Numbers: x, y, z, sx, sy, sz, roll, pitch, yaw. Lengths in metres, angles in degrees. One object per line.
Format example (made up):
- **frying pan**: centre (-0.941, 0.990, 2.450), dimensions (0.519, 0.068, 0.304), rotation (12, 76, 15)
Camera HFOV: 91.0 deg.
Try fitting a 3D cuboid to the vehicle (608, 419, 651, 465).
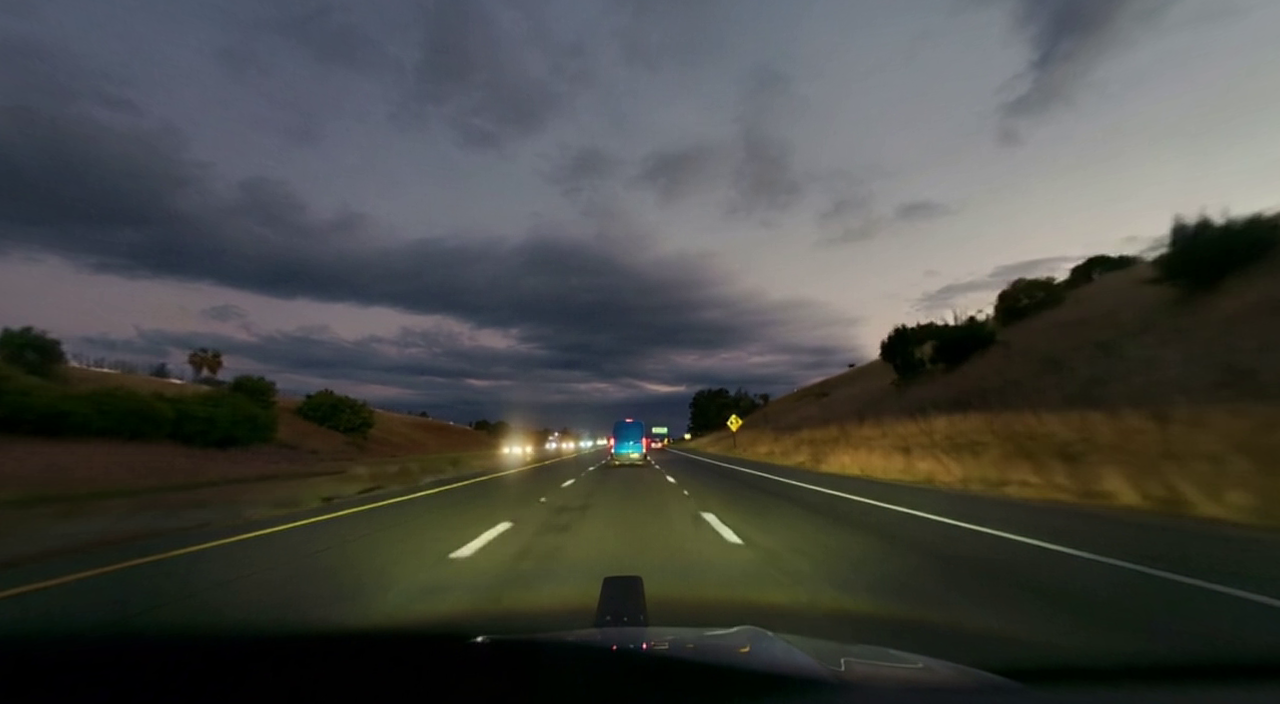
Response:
- **vehicle**: centre (-0.613, 5.259, 36.662), dimensions (2.329, 2.483, 5.428), rotation (0, -8, -1)
